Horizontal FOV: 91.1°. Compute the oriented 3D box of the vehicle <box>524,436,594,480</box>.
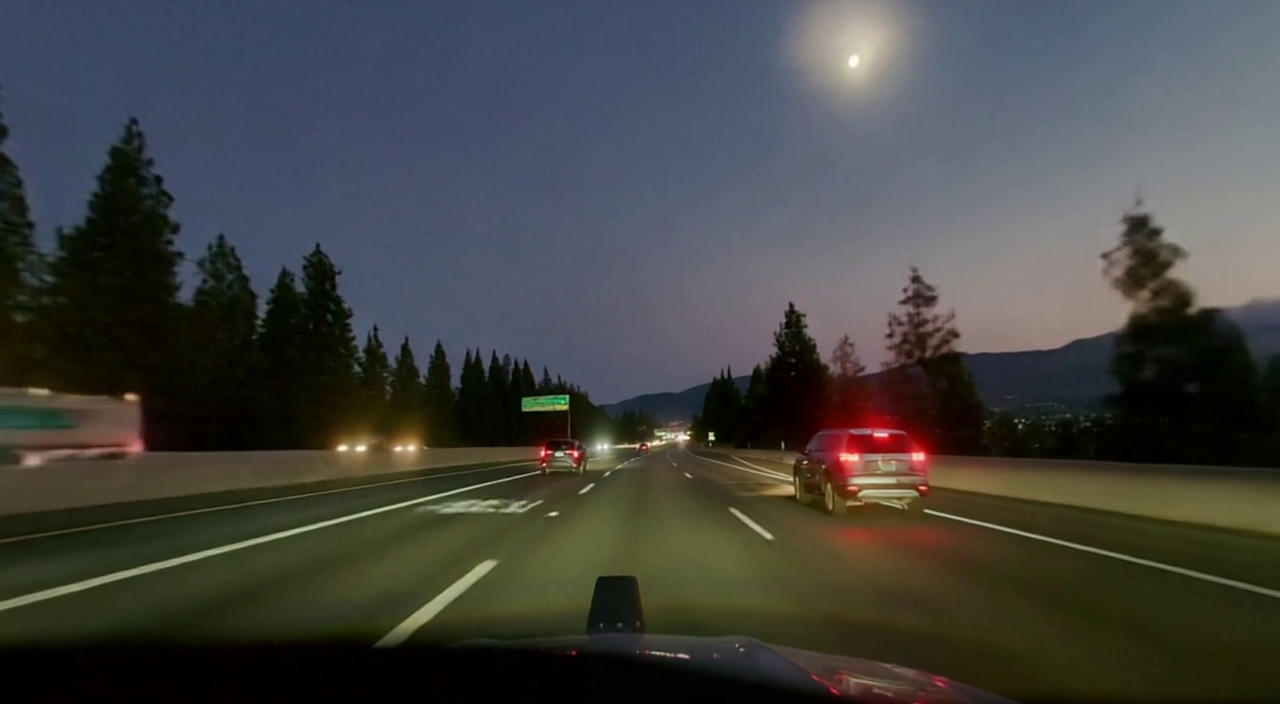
[{"bbox_3d":[-3.176,4.275,25.546,2.166,1.608,4.297,0,-8,1],"label":"vehicle"}]

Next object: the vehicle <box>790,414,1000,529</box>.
[{"bbox_3d":[4.568,2.222,12.203,2.149,1.796,4.487,0,-8,0],"label":"vehicle"}]

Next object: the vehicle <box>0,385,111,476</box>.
[{"bbox_3d":[-28.473,3.254,26.013,2.921,3.789,11.393,0,-8,2],"label":"vehicle"}]
